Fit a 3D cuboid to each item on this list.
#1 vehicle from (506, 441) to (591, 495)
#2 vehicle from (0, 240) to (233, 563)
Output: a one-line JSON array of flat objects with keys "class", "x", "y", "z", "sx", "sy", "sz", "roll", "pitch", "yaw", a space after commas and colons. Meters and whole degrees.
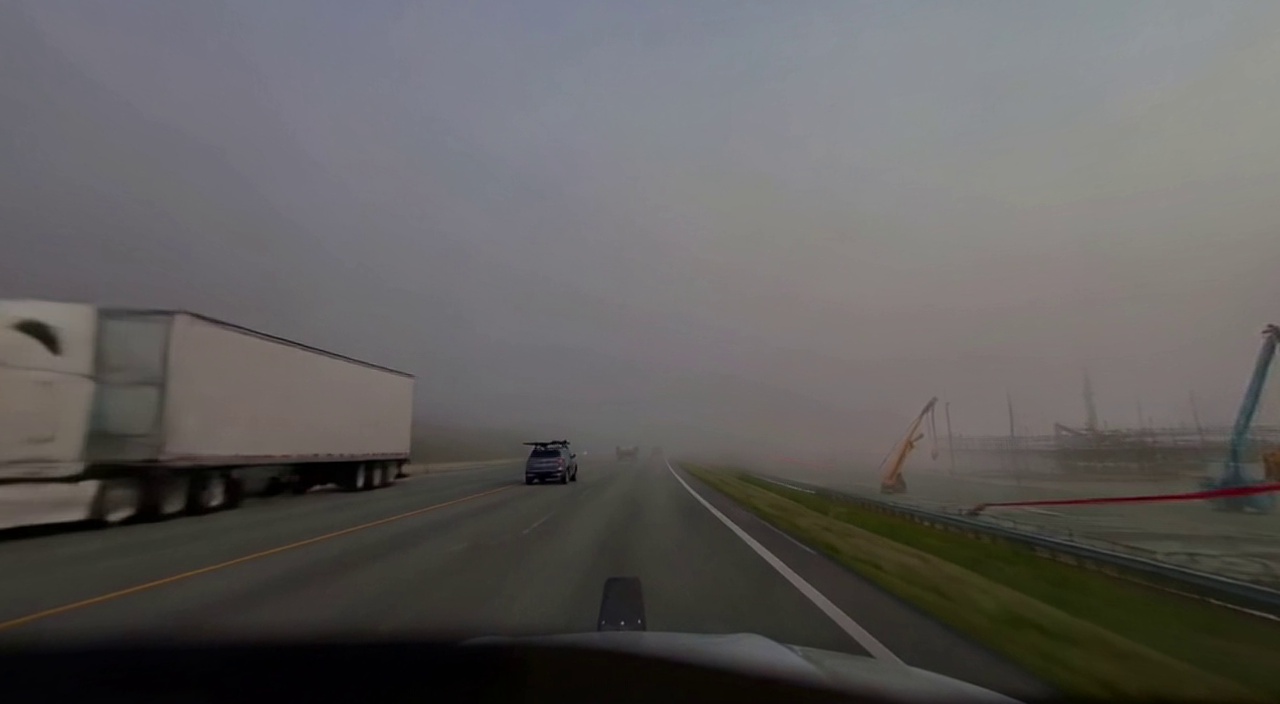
[{"class": "vehicle", "x": -2.989, "y": 3.905, "z": 21.534, "sx": 2.194, "sy": 1.648, "sz": 3.984, "roll": 0, "pitch": -9, "yaw": 2}, {"class": "vehicle", "x": -9.657, "y": 0.809, "z": 9.071, "sx": 3.436, "sy": 3.972, "sz": 5.728, "roll": 0, "pitch": -9, "yaw": 2}]
